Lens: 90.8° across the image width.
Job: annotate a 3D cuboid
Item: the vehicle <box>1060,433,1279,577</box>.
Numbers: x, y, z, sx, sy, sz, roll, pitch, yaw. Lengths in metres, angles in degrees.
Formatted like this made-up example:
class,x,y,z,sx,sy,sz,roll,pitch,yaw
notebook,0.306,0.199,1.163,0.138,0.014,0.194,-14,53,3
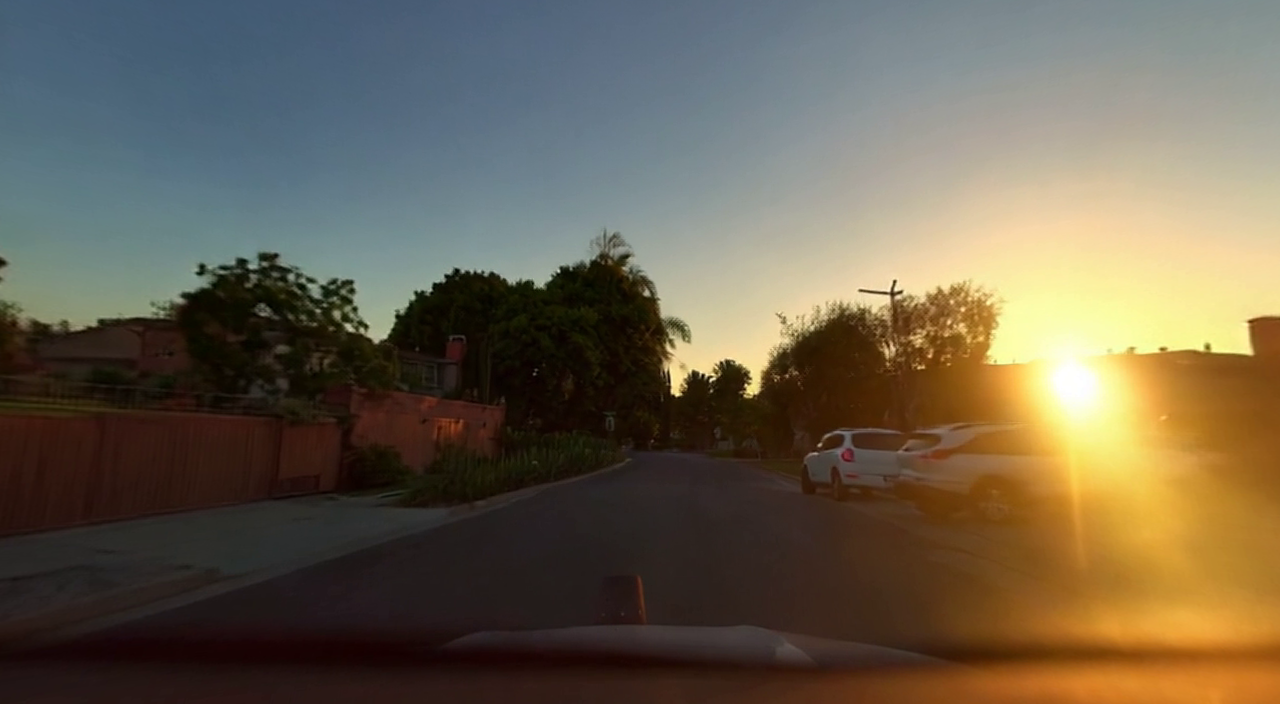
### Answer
class,x,y,z,sx,sy,sz,roll,pitch,yaw
vehicle,7.902,1.930,8.296,3.938,1.473,1.881,5,-7,-17

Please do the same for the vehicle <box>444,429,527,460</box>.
class,x,y,z,sx,sy,sz,roll,pitch,yaw
vehicle,-10.726,6.409,44.012,5.127,1.796,2.045,3,-7,5

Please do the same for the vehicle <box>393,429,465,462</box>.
class,x,y,z,sx,sy,sz,roll,pitch,yaw
vehicle,-12.075,5.370,36.491,1.869,1.646,4.357,3,-7,11
